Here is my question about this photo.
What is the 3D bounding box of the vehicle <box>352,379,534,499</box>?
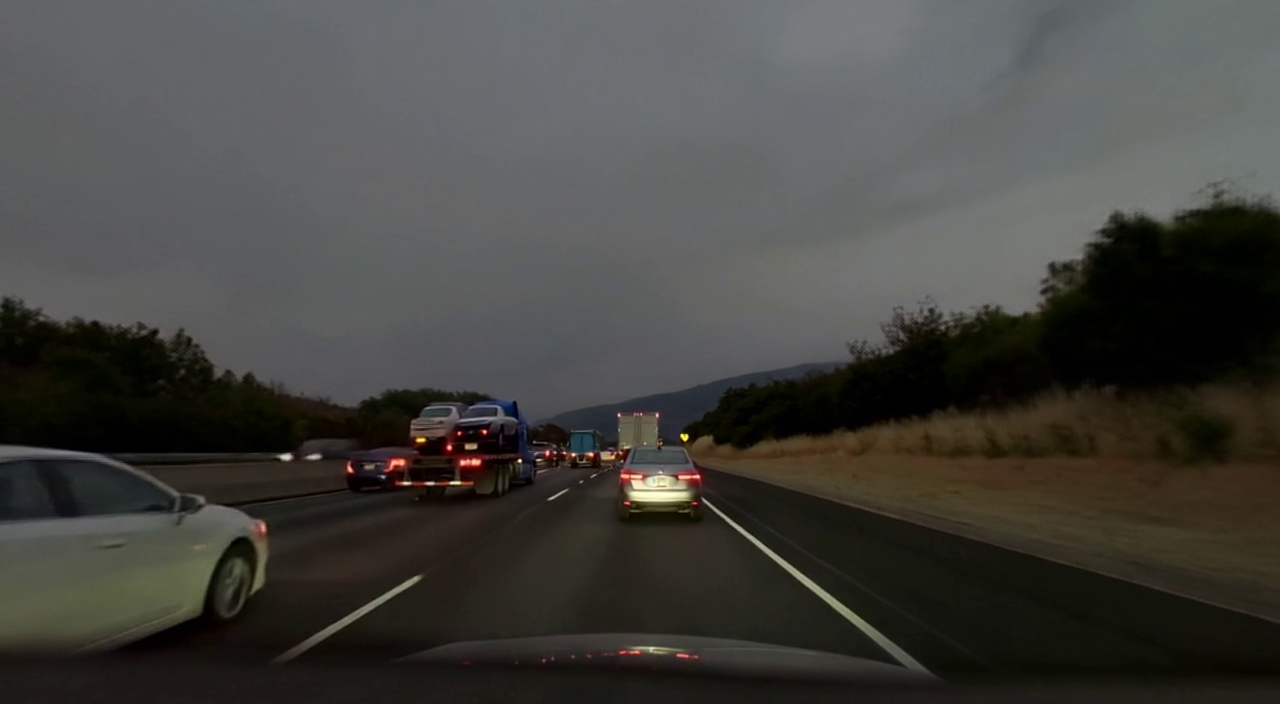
[{"bbox_3d":[-2.984,1.475,10.566,2.031,1.594,4.103,1,-9,-5],"label":"vehicle"}]

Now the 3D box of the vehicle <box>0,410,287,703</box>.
[{"bbox_3d":[-3.673,0.951,2.394,1.947,1.470,4.526,0,-9,1],"label":"vehicle"}]

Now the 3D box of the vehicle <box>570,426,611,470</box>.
[{"bbox_3d":[-3.275,6.579,43.124,2.289,2.710,6.726,0,-9,0],"label":"vehicle"}]

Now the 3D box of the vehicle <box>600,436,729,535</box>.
[{"bbox_3d":[0.349,2.332,11.531,1.991,1.507,3.391,0,-9,-1],"label":"vehicle"}]
